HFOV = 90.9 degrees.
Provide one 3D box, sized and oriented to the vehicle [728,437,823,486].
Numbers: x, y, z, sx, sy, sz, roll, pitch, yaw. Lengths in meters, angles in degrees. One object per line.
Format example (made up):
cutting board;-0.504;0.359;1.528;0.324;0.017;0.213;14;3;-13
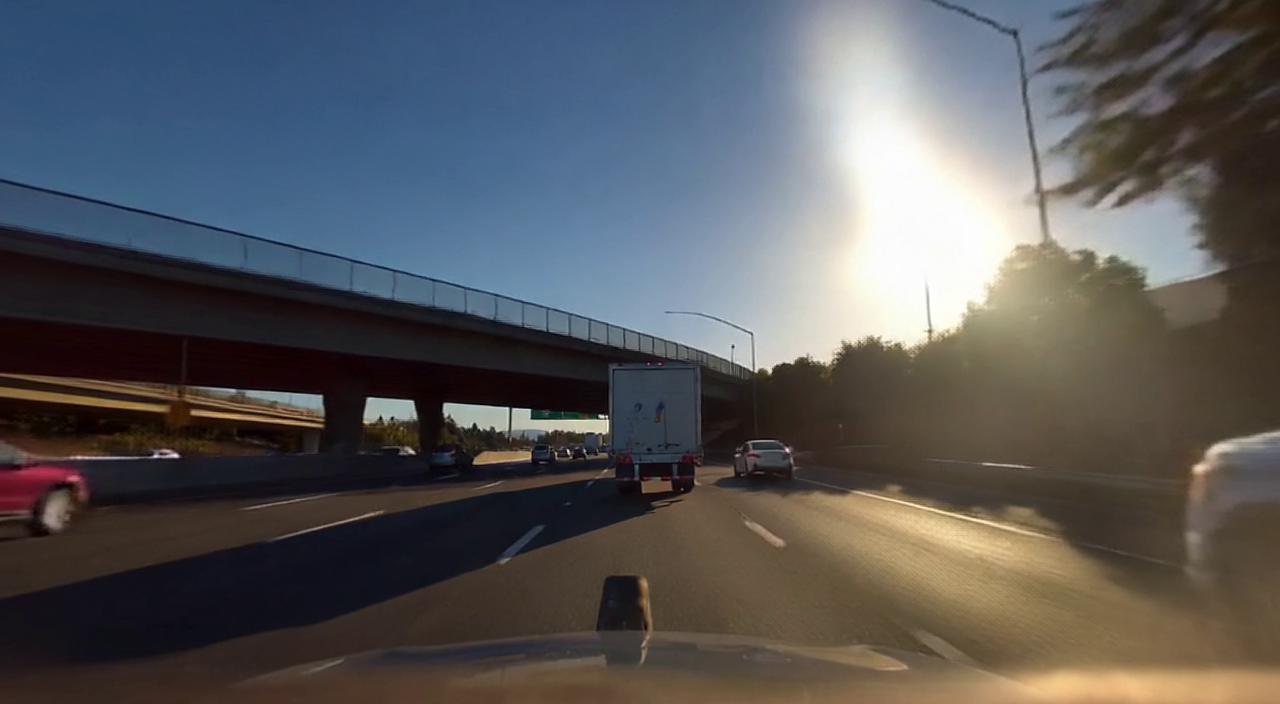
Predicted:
vehicle;4.537;3.754;21.971;2.108;1.508;4.744;0;-9;-2

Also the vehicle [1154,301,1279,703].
vehicle;4.044;0.467;0.977;2.174;1.968;5.016;0;-9;0

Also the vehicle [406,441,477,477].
vehicle;-10.728;5.789;34.524;2.217;1.797;5.226;0;-9;0

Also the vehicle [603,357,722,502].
vehicle;0.376;2.723;21.079;2.916;3.584;10.841;0;-9;-2
